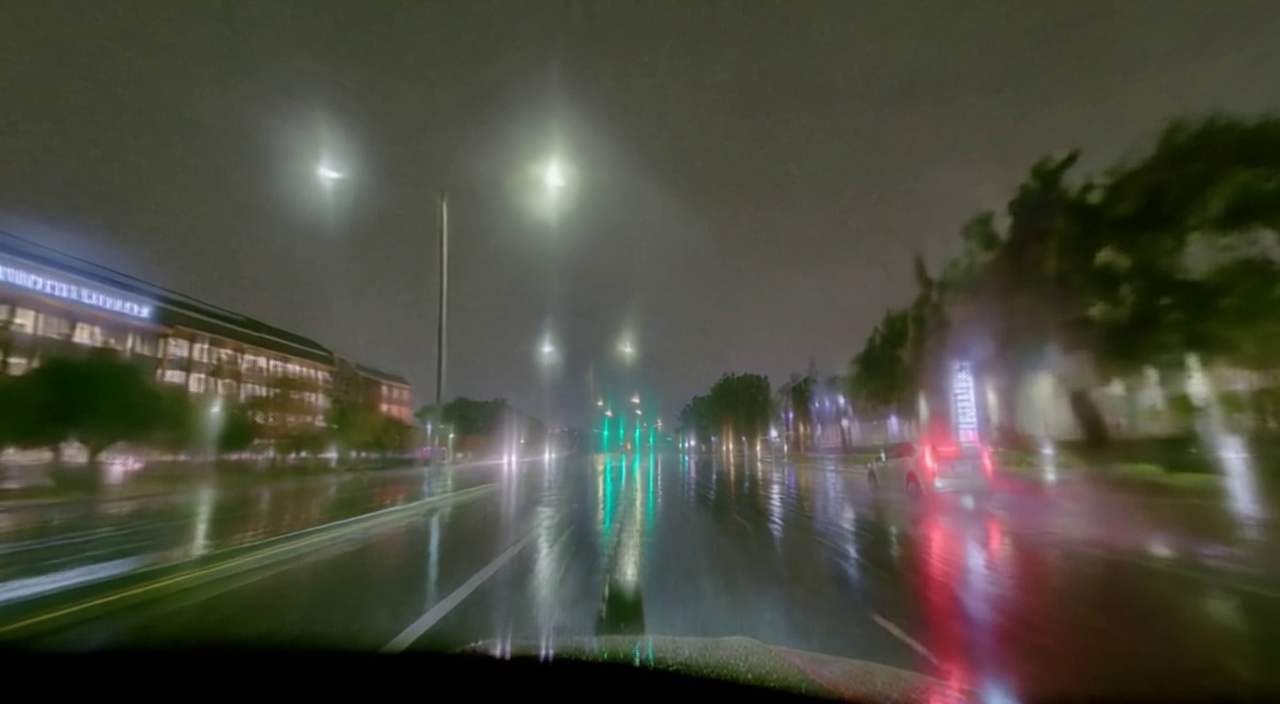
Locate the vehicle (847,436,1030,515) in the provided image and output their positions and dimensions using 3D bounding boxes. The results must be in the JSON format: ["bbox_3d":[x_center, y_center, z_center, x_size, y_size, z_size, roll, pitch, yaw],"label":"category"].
[{"bbox_3d":[6.613,2.767,14.737,1.913,1.504,4.738,0,-9,0],"label":"vehicle"}]

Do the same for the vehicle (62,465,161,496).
[{"bbox_3d":[-32.703,7.913,39.181,1.990,1.595,4.310,-8,-11,40],"label":"vehicle"}]
